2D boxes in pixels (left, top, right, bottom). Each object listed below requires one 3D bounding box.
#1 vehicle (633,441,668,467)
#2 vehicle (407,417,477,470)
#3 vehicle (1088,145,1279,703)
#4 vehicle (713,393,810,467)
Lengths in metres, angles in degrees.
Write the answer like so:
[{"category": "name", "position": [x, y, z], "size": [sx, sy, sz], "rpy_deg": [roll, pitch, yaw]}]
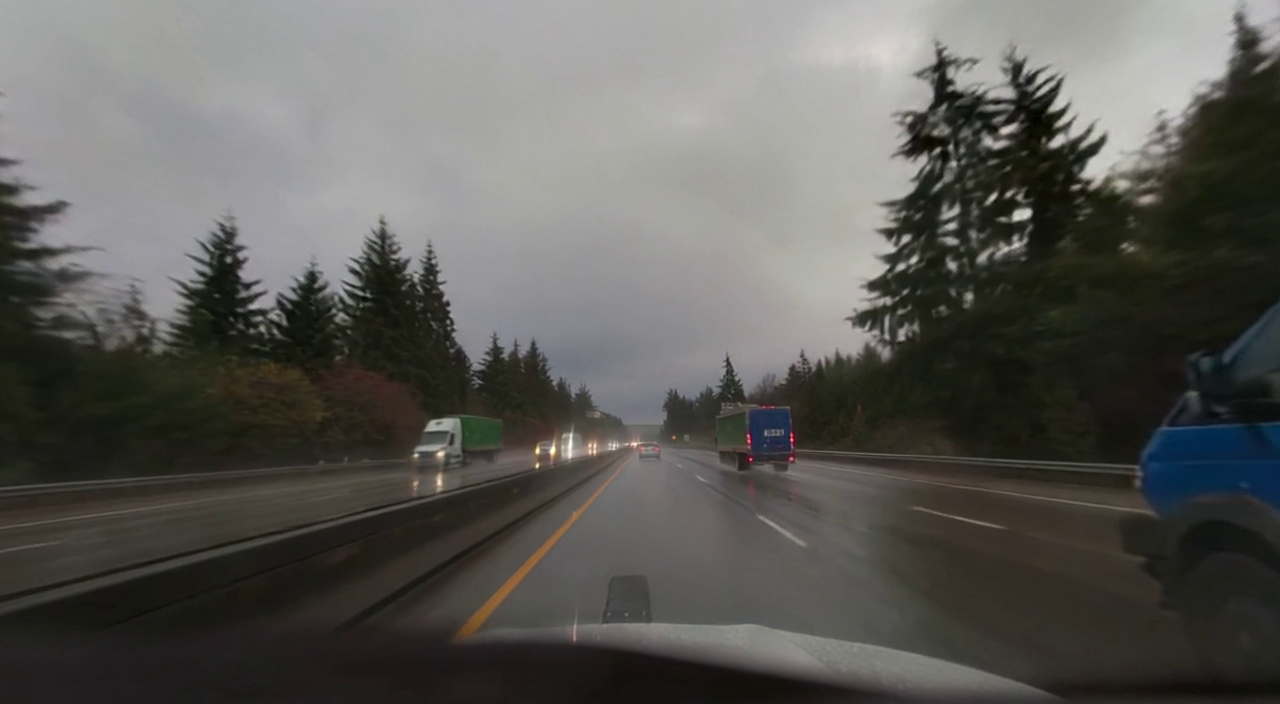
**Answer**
[{"category": "vehicle", "position": [0.667, 6.559, 40.628], "size": [2.121, 1.590, 4.434], "rpy_deg": [0, -8, 1]}, {"category": "vehicle", "position": [-15.014, 6.984, 48.203], "size": [3.286, 3.794, 5.668], "rpy_deg": [0, -8, 2]}, {"category": "vehicle", "position": [4.115, 0.054, 0.389], "size": [2.393, 2.679, 7.059], "rpy_deg": [0, -8, 0]}, {"category": "vehicle", "position": [7.815, 5.610, 43.931], "size": [3.479, 4.156, 17.231], "rpy_deg": [0, -8, 0]}]
